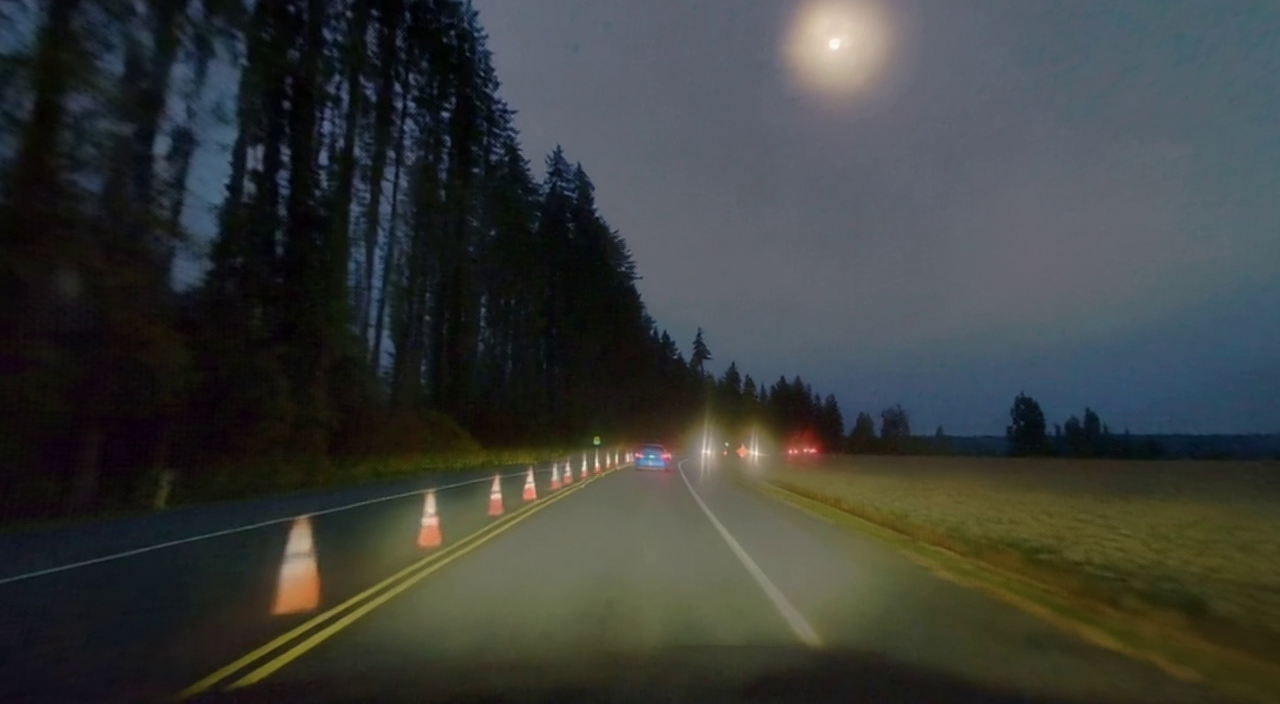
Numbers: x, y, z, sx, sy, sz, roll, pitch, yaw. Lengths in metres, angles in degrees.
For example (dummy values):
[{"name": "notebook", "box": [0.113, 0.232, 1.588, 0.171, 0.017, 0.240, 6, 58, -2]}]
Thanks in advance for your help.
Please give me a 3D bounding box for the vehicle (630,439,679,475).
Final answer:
[{"name": "vehicle", "box": [0.689, 4.719, 28.548, 2.042, 1.489, 3.963, 0, -9, 2]}]
